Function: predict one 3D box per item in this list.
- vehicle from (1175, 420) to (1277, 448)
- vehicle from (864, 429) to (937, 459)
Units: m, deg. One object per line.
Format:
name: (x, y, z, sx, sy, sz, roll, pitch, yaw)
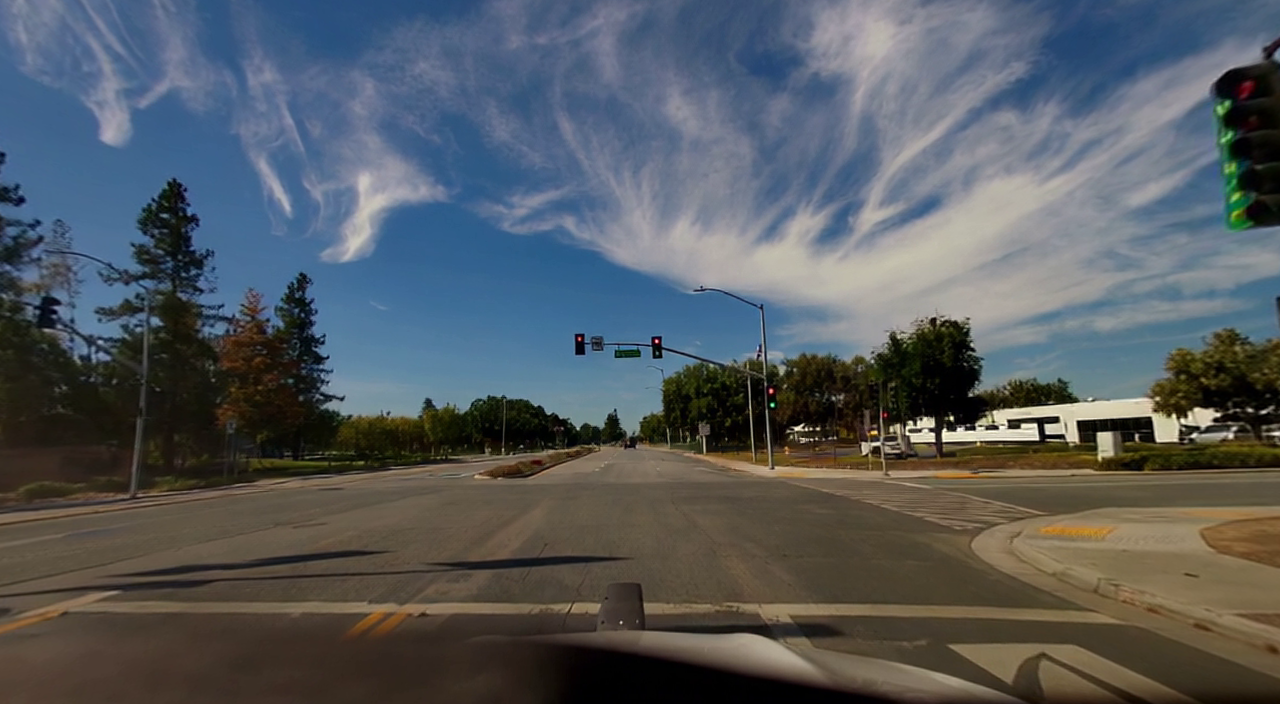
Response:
vehicle: (34.096, 4.818, 36.939, 1.832, 1.521, 4.266, 0, -9, 0)
vehicle: (14.959, 5.335, 36.573, 1.959, 1.471, 4.570, -4, -8, -5)
